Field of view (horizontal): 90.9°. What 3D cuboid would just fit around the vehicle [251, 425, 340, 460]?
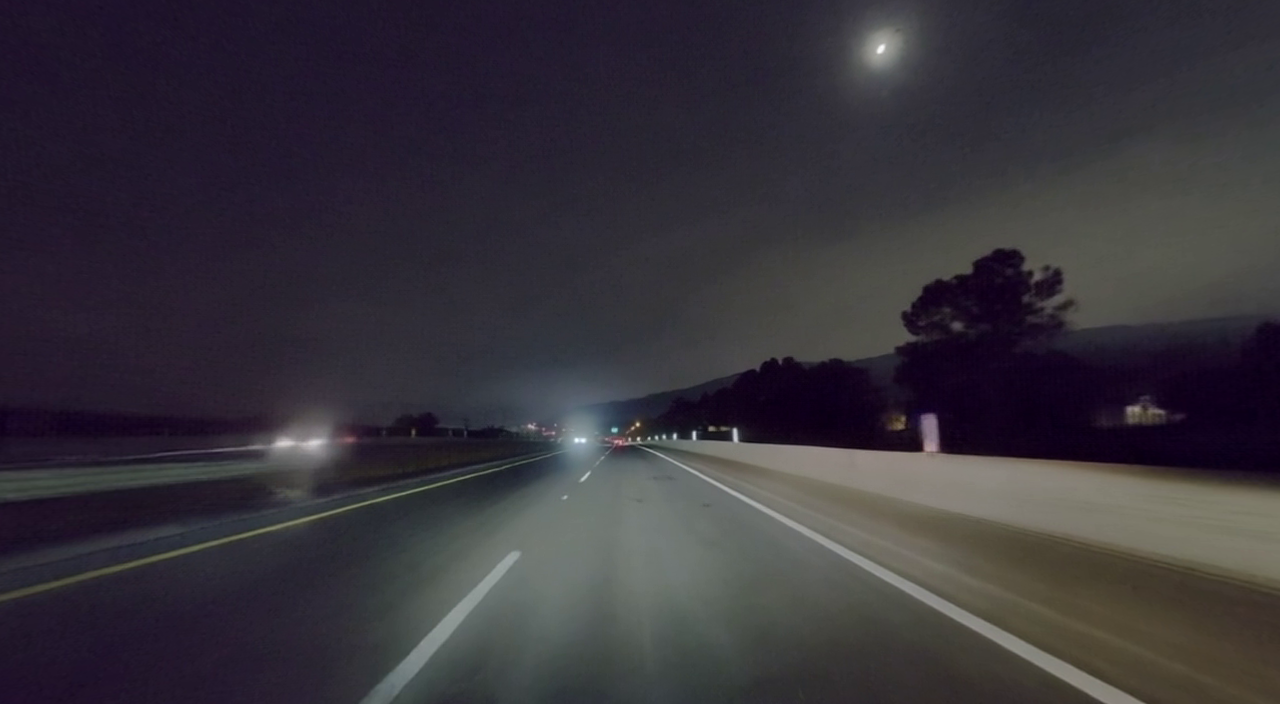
[{"bbox_3d":[-16.813,4.416,31.041,1.930,1.577,4.374,0,-8,-1],"label":"vehicle"}]
